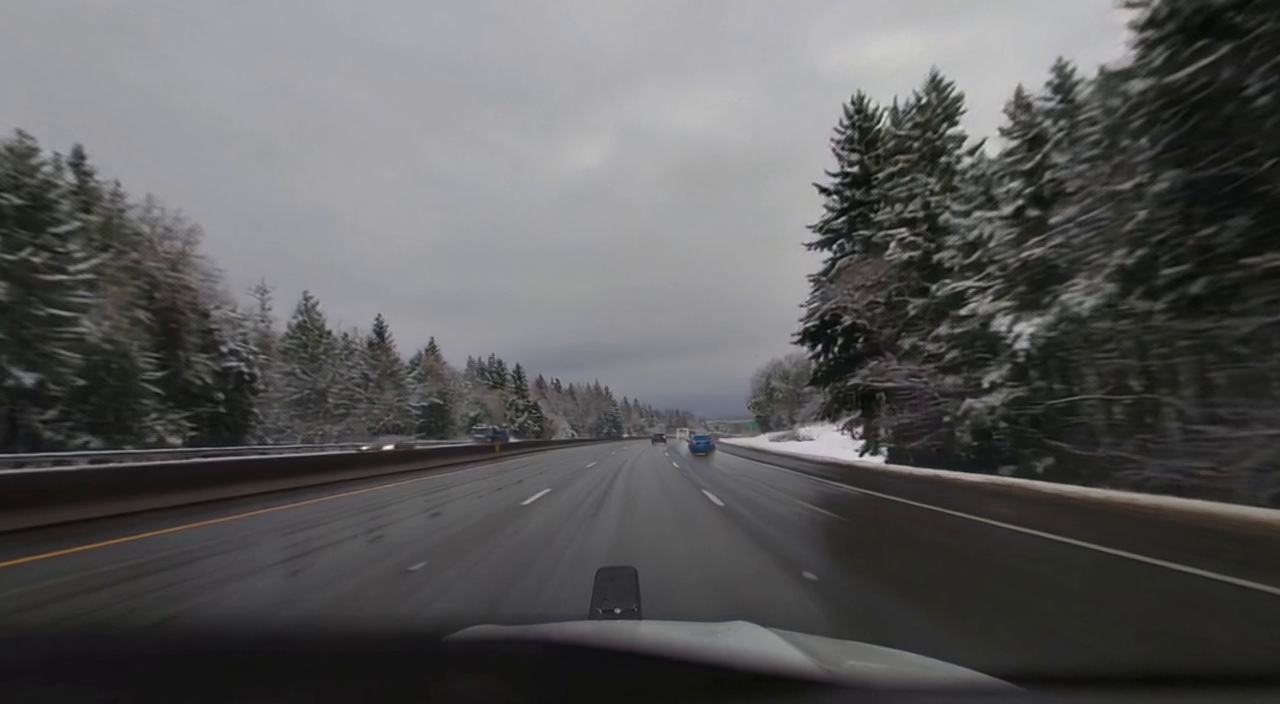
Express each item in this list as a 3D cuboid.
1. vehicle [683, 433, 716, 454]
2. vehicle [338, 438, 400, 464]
[{"bbox_3d":[4.267,6.669,45.858,1.982,1.452,4.294,0,-8,0],"label":"vehicle"},{"bbox_3d":[-16.535,6.015,38.553,1.783,1.467,4.405,0,-8,1],"label":"vehicle"}]
